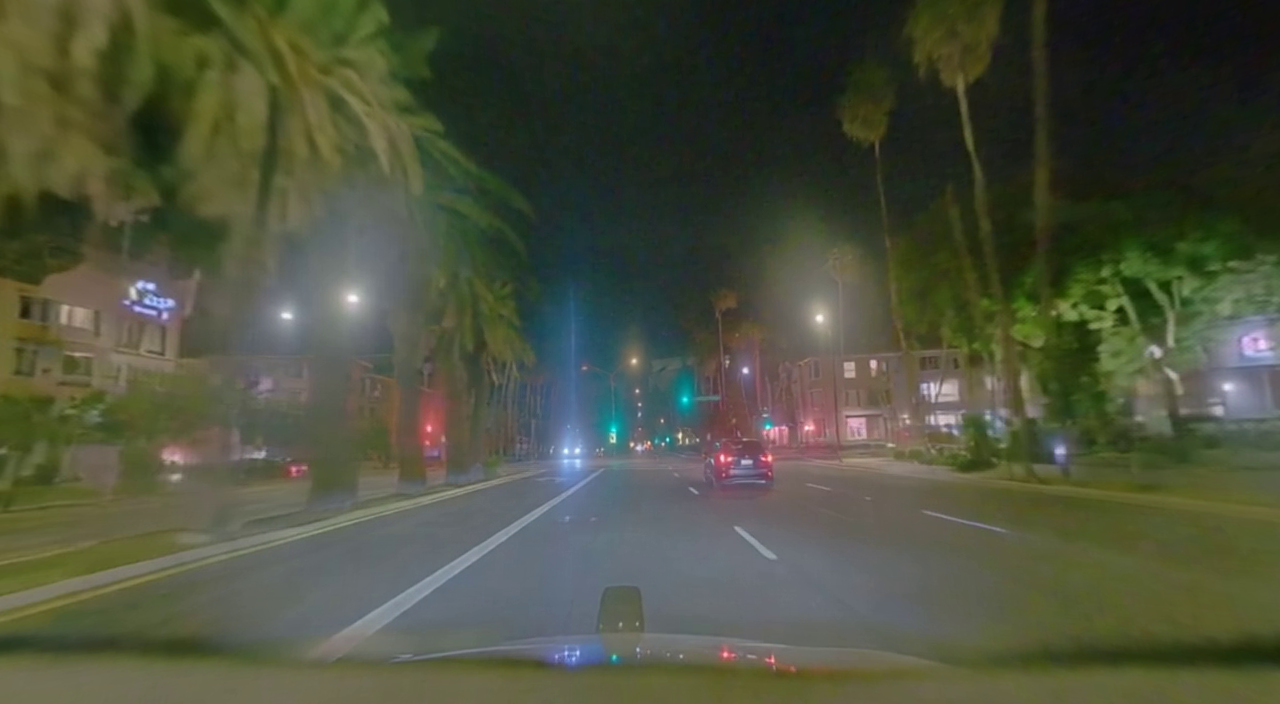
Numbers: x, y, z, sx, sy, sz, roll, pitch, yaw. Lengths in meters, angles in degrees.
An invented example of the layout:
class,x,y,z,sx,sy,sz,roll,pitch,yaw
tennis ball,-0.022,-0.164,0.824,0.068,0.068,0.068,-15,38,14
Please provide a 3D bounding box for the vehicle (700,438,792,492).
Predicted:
class,x,y,z,sx,sy,sz,roll,pitch,yaw
vehicle,3.099,3.403,19.428,1.964,1.448,4.295,0,-8,-1

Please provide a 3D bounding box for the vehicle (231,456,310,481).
class,x,y,z,sx,sy,sz,roll,pitch,yaw
vehicle,-26.748,8.431,45.790,4.558,1.718,2.151,-2,-8,9
